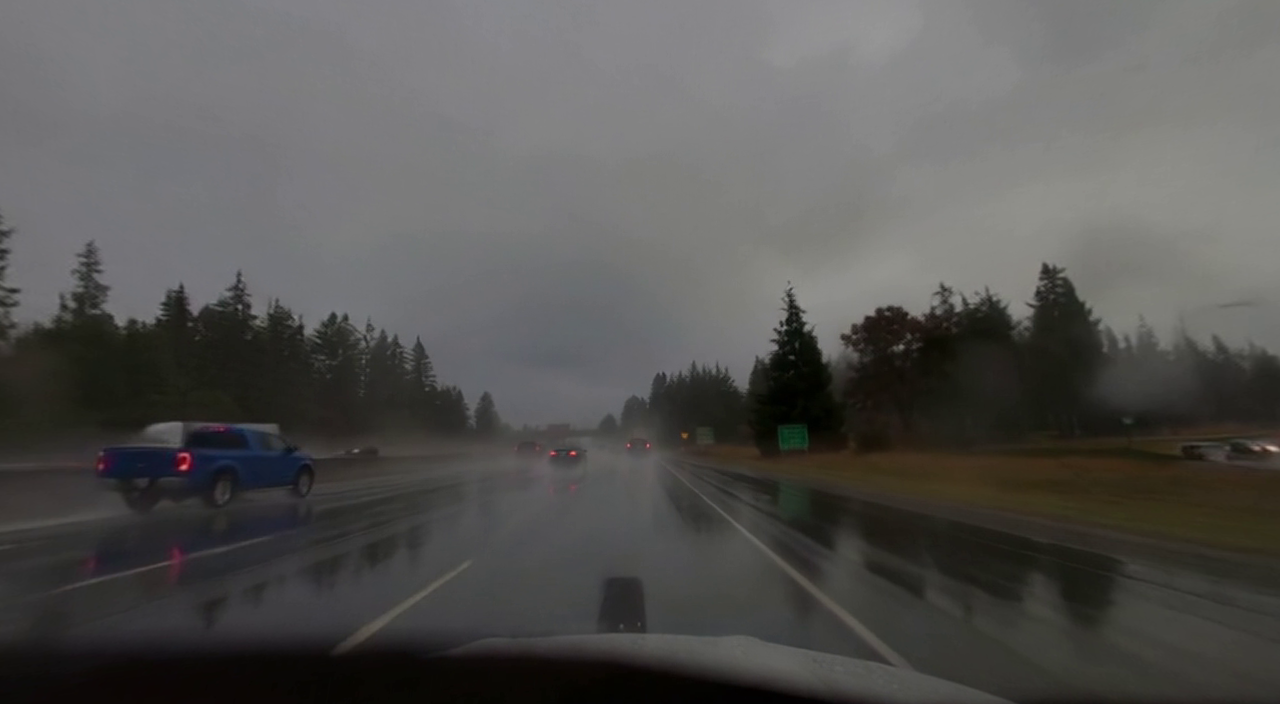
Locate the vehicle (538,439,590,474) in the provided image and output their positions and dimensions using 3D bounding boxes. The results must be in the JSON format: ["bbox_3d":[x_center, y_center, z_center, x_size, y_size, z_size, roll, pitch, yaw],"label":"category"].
[{"bbox_3d":[-3.922,5.499,33.212,2.094,1.695,4.260,0,-9,1],"label":"vehicle"}]

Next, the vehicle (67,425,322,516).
[{"bbox_3d":[-10.149,2.751,15.168,2.146,1.764,5.510,0,-9,-1],"label":"vehicle"}]
